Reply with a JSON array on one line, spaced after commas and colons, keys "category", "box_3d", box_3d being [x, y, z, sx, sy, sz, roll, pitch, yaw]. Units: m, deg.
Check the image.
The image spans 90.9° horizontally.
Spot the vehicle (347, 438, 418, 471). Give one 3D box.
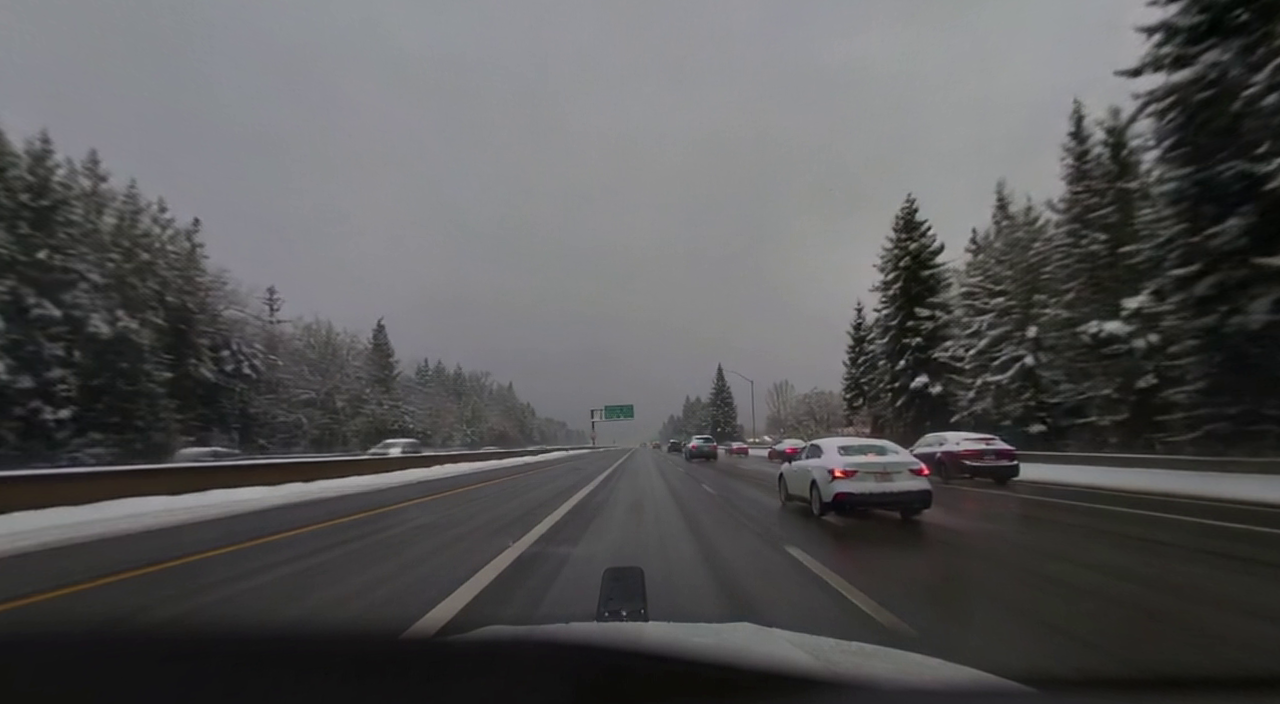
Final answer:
[{"category": "vehicle", "box_3d": [-13.707, 5.475, 33.908, 1.909, 1.599, 4.476, 0, -8, 0]}]

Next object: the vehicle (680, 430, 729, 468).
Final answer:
[{"category": "vehicle", "box_3d": [3.637, 5.613, 36.600, 2.218, 1.964, 5.662, 0, -8, 0]}]

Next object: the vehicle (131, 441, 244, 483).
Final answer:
[{"category": "vehicle", "box_3d": [-21.070, 5.125, 29.651, 1.960, 1.795, 4.431, 0, -8, 0]}]

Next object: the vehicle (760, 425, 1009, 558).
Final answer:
[{"category": "vehicle", "box_3d": [3.325, 1.986, 9.817, 1.978, 1.535, 4.705, 0, -8, 0]}]
